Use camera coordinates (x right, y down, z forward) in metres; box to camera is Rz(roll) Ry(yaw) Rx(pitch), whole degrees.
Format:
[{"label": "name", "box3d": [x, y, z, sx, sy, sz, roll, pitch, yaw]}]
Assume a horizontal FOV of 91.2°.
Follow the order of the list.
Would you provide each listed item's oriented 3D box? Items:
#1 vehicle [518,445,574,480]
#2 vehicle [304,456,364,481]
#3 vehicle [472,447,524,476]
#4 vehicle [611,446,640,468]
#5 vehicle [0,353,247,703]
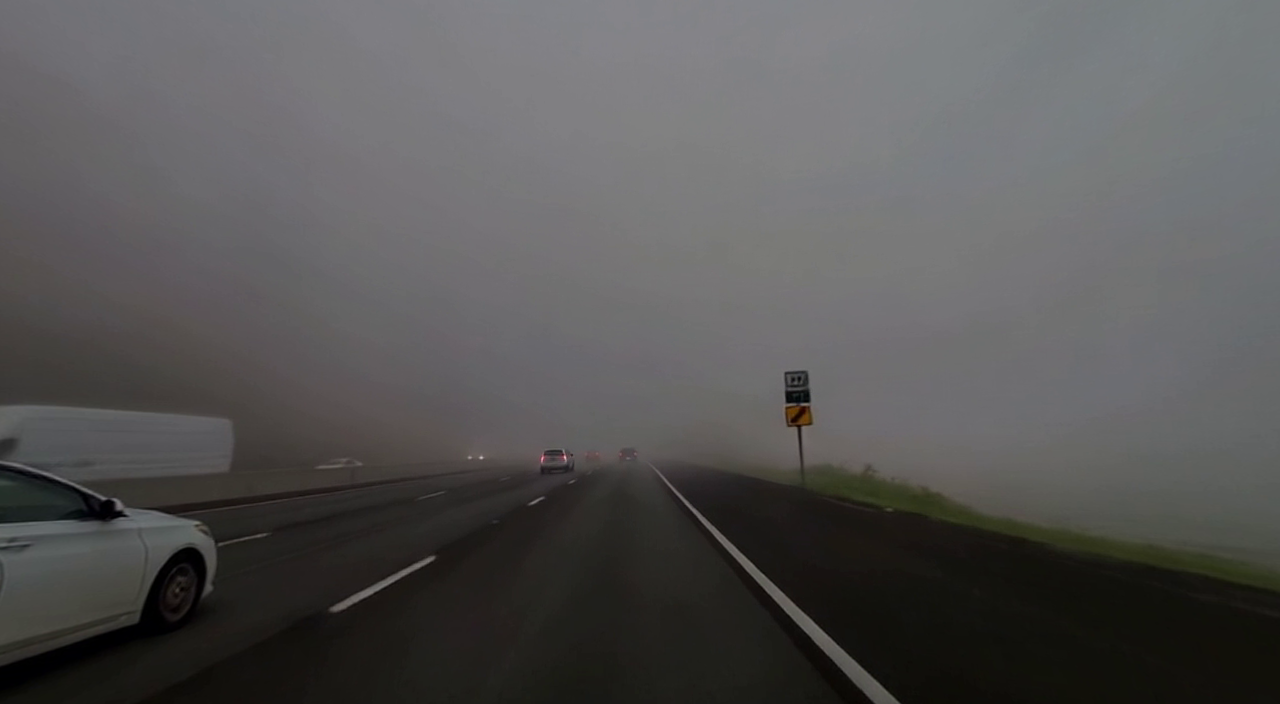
[{"label": "vehicle", "box3d": [-4.251, 5.081, 29.002, 1.988, 1.477, 4.118, 0, -9, 0]}, {"label": "vehicle", "box3d": [-20.513, 7.818, 42.223, 1.910, 1.488, 4.379, 0, -9, -1]}, {"label": "vehicle", "box3d": [-7.782, 6.011, 34.632, 1.936, 1.516, 3.904, 0, -9, 0]}, {"label": "vehicle", "box3d": [-1.056, 7.635, 45.632, 2.023, 1.479, 3.718, 0, -9, -1]}, {"label": "vehicle", "box3d": [-4.072, 0.832, 2.486, 2.074, 1.779, 4.588, 0, -9, -1]}]
